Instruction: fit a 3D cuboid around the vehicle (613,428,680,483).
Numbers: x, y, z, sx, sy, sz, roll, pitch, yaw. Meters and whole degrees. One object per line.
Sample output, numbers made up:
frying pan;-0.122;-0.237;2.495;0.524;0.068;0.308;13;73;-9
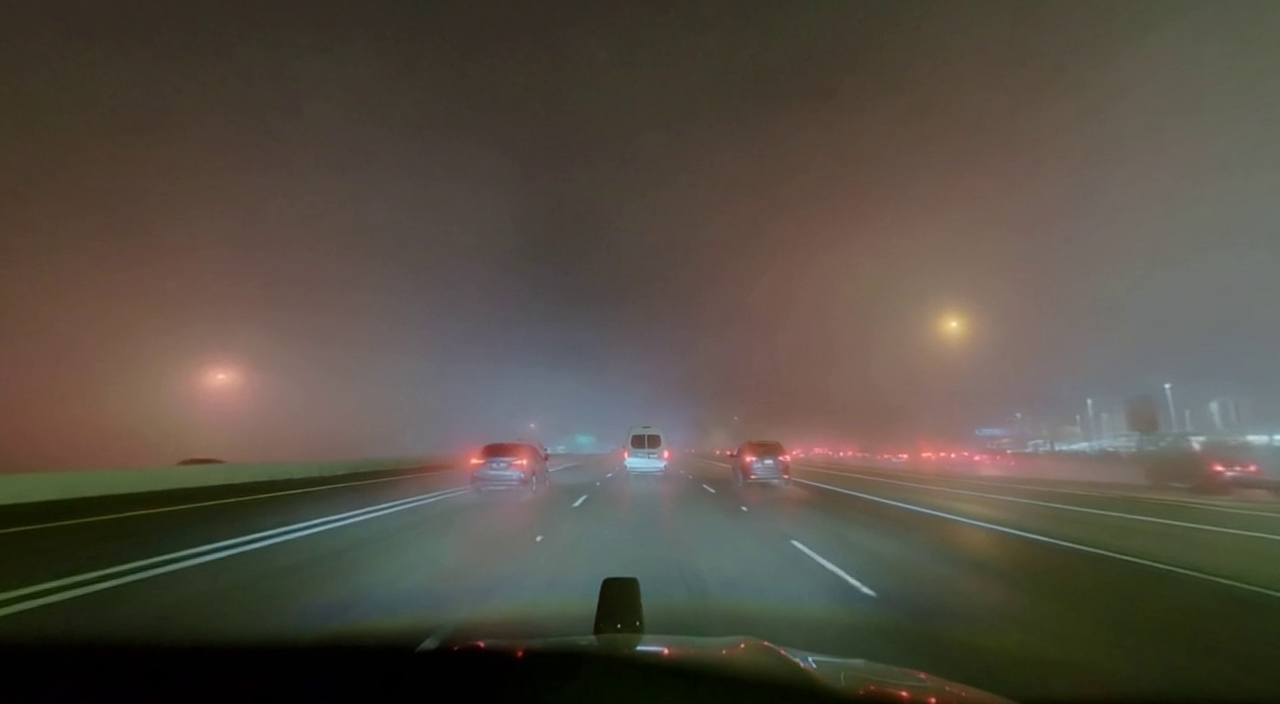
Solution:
vehicle;0.257;4.270;26.290;2.509;2.062;4.639;0;-9;0

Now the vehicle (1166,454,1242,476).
vehicle;41.085;8.241;45.932;3.667;1.480;1.749;-1;-9;7

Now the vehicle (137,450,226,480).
vehicle;-26.793;6.582;36.967;1.952;1.623;4.121;0;-9;2

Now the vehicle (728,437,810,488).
vehicle;4.641;4.032;23.315;2.146;1.678;4.489;0;-9;1

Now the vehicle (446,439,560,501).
vehicle;-3.816;3.386;18.556;2.173;1.542;4.781;0;-9;2

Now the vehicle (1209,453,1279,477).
vehicle;39.736;7.312;40.778;3.704;1.461;1.891;-1;-9;7
